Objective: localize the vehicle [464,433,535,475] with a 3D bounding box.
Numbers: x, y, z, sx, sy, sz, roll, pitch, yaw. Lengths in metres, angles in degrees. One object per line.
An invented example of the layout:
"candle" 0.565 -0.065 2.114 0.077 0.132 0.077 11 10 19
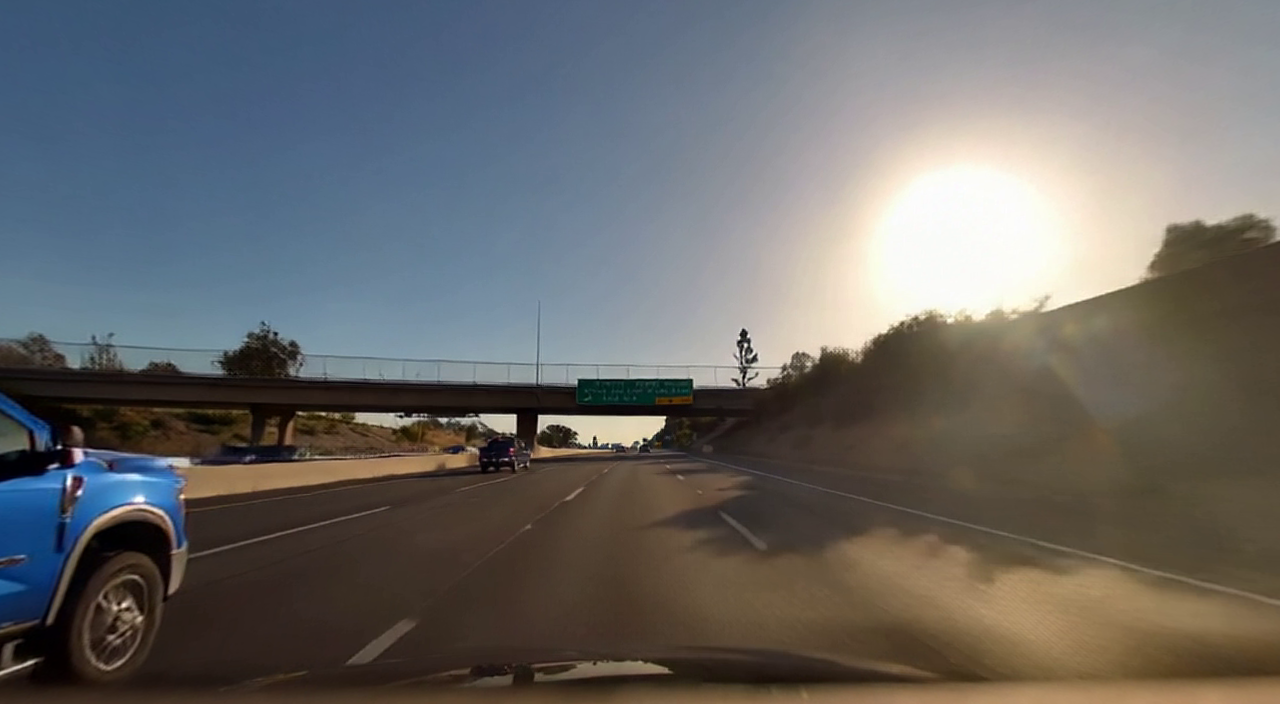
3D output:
"vehicle" -6.897 5.065 31.523 2.260 1.917 5.499 0 -9 0

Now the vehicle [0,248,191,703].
"vehicle" -3.626 0.289 0.205 2.339 2.004 6.171 0 -9 1
